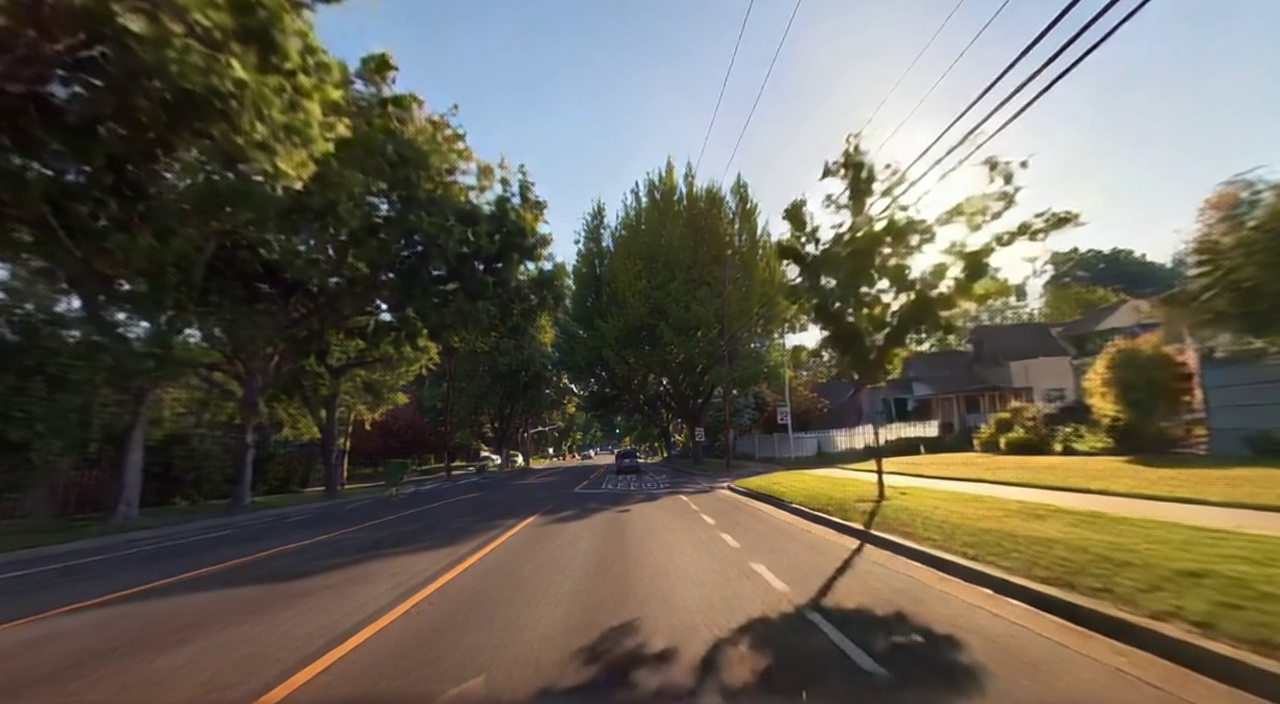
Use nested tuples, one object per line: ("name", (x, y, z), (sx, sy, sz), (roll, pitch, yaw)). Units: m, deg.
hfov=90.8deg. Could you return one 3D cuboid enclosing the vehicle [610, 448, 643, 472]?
("vehicle", (-0.910, 7.164, 42.192), (2.104, 1.500, 3.815), (1, -9, -1))
